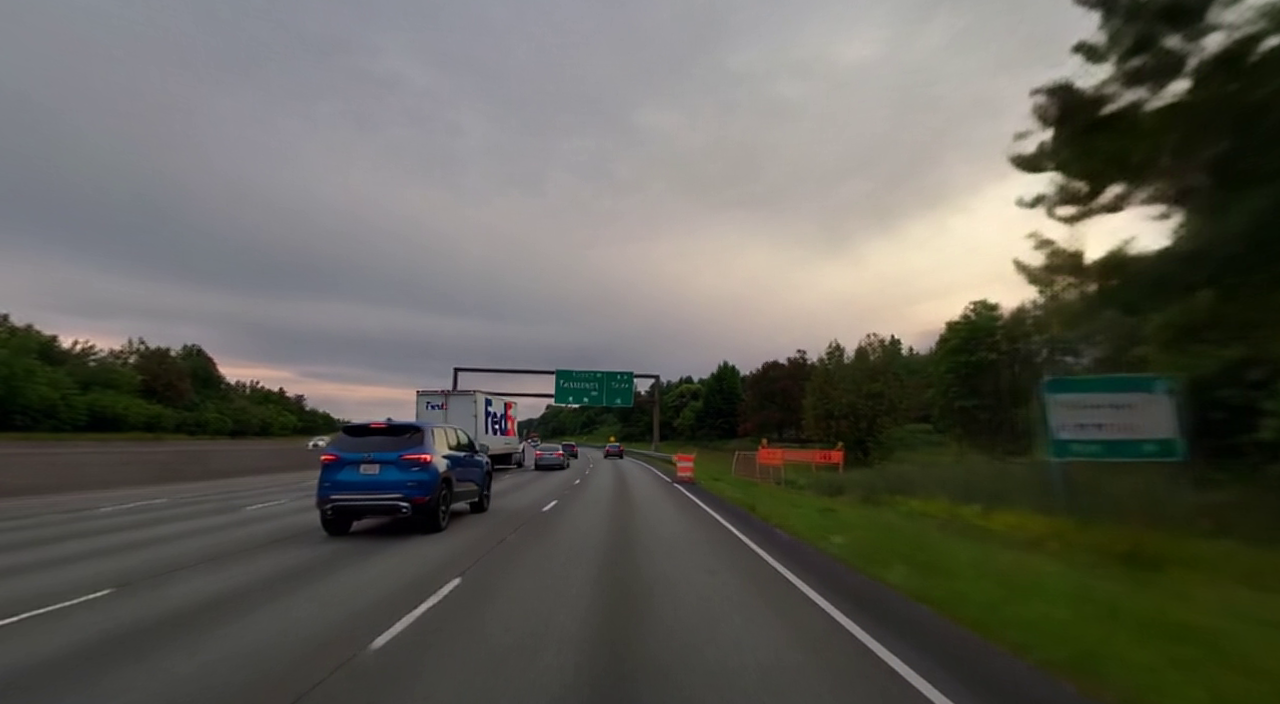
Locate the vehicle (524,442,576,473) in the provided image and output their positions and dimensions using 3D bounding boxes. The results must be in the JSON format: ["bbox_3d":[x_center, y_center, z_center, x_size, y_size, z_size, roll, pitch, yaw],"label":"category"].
[{"bbox_3d":[-4.548,5.410,32.665,2.192,1.478,4.591,0,-9,-3],"label":"vehicle"}]

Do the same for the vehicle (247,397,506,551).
[{"bbox_3d":[-3.750,1.846,10.178,2.170,1.886,4.628,0,-9,0],"label":"vehicle"}]
